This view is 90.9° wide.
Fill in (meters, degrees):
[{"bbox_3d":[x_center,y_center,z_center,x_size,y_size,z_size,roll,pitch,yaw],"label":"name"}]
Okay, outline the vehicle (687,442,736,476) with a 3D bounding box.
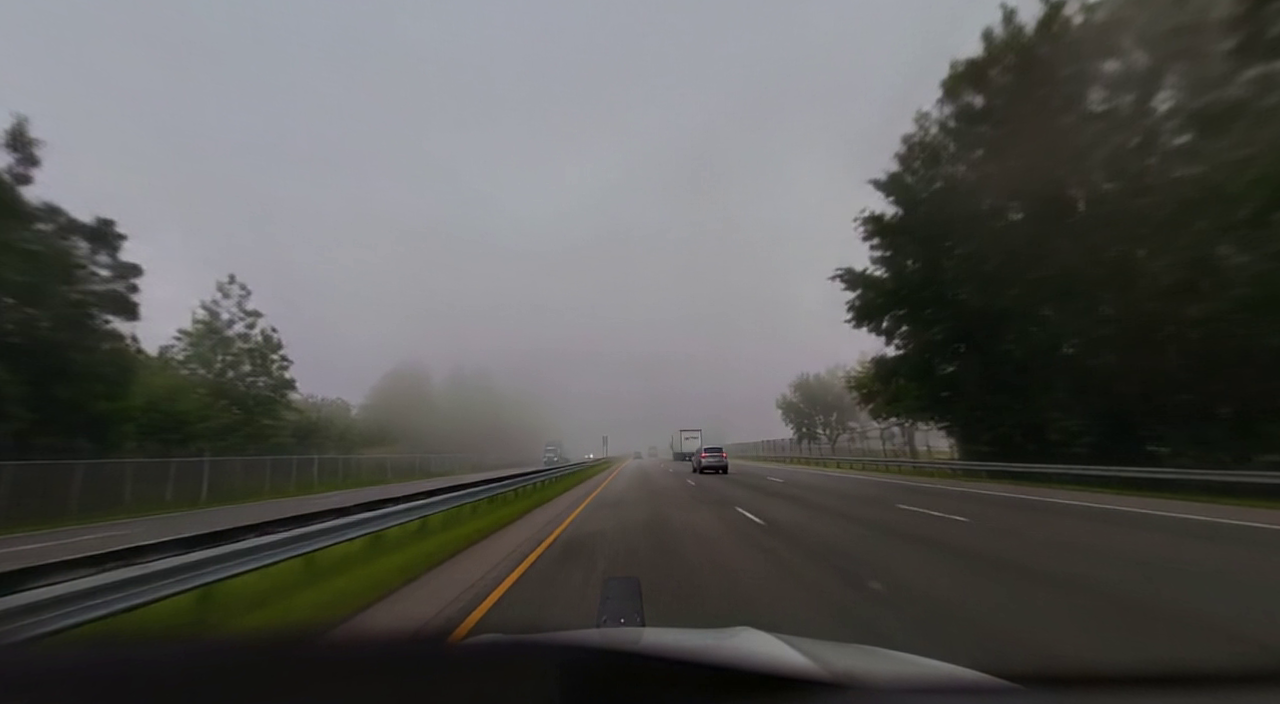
[{"bbox_3d":[3.889,5.915,35.014,2.093,1.742,4.167,0,-9,-1],"label":"vehicle"}]
